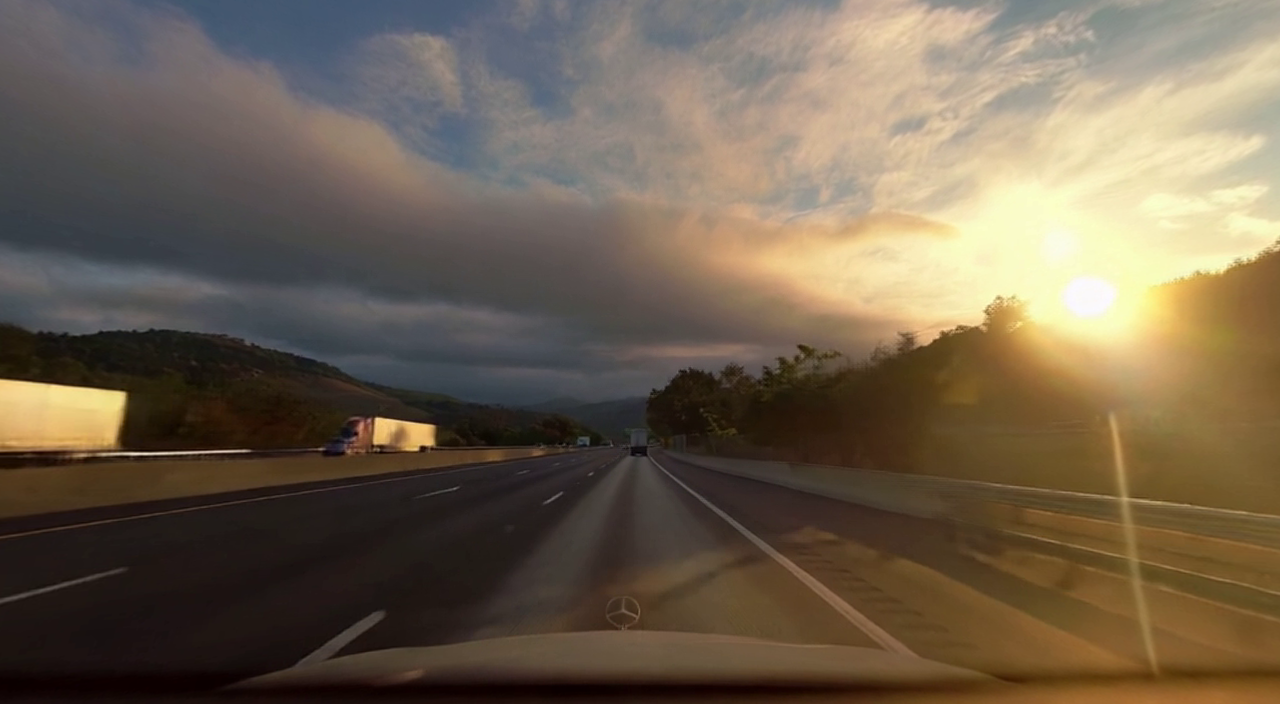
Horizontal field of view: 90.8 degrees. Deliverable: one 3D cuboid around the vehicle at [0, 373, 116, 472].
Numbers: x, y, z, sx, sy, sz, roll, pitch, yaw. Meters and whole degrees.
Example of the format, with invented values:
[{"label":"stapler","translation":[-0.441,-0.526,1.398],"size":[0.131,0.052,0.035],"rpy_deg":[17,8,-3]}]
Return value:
[{"label":"vehicle","translation":[-25.065,2.316,21.358],"size":[3.095,3.605,13.571],"rpy_deg":[0,-9,0]}]
